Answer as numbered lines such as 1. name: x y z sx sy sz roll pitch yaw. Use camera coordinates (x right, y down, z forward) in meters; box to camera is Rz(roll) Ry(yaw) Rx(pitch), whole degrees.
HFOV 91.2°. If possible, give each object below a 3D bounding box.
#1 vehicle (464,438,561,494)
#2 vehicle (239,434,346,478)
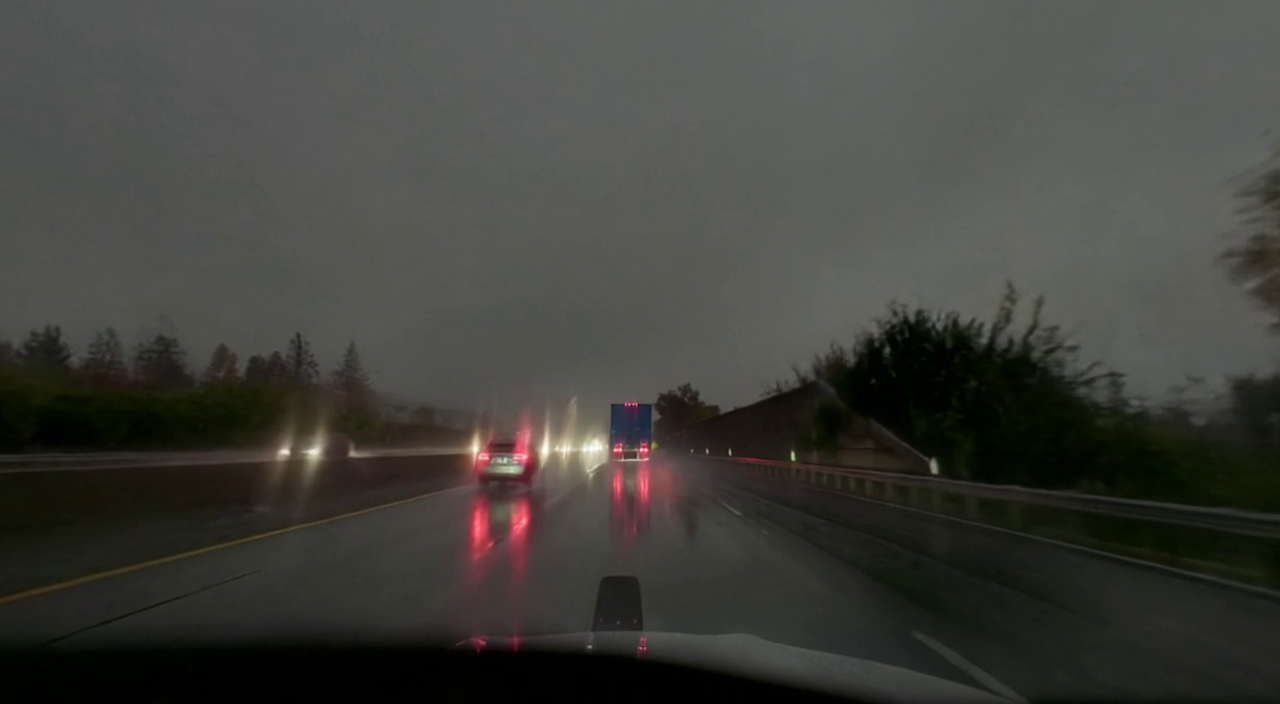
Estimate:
1. vehicle: -3.780 3.480 19.435 2.057 1.519 4.372 0 -9 1
2. vehicle: -13.123 3.953 23.989 1.815 1.494 4.002 0 -9 0
